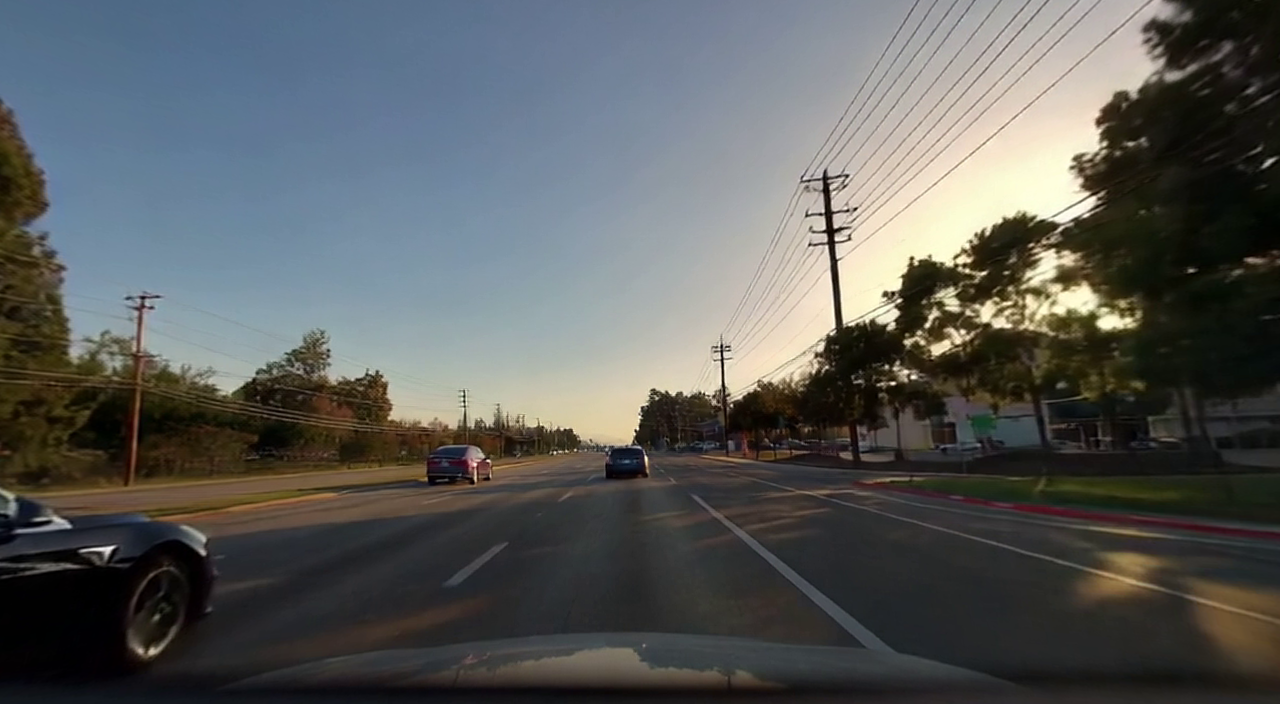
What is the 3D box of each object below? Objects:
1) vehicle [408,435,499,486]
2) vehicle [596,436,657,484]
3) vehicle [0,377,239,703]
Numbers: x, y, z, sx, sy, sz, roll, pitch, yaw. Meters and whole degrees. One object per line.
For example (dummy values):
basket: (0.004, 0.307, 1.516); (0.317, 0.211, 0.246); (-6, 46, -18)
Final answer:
vehicle: (-7.262, 4.263, 25.193); (2.203, 1.819, 4.547); (-1, -8, 0)
vehicle: (-0.494, 4.175, 24.689); (2.189, 1.652, 4.135); (0, -8, 0)
vehicle: (-3.714, 0.791, 1.777); (1.985, 1.607, 4.892); (0, -8, -1)
